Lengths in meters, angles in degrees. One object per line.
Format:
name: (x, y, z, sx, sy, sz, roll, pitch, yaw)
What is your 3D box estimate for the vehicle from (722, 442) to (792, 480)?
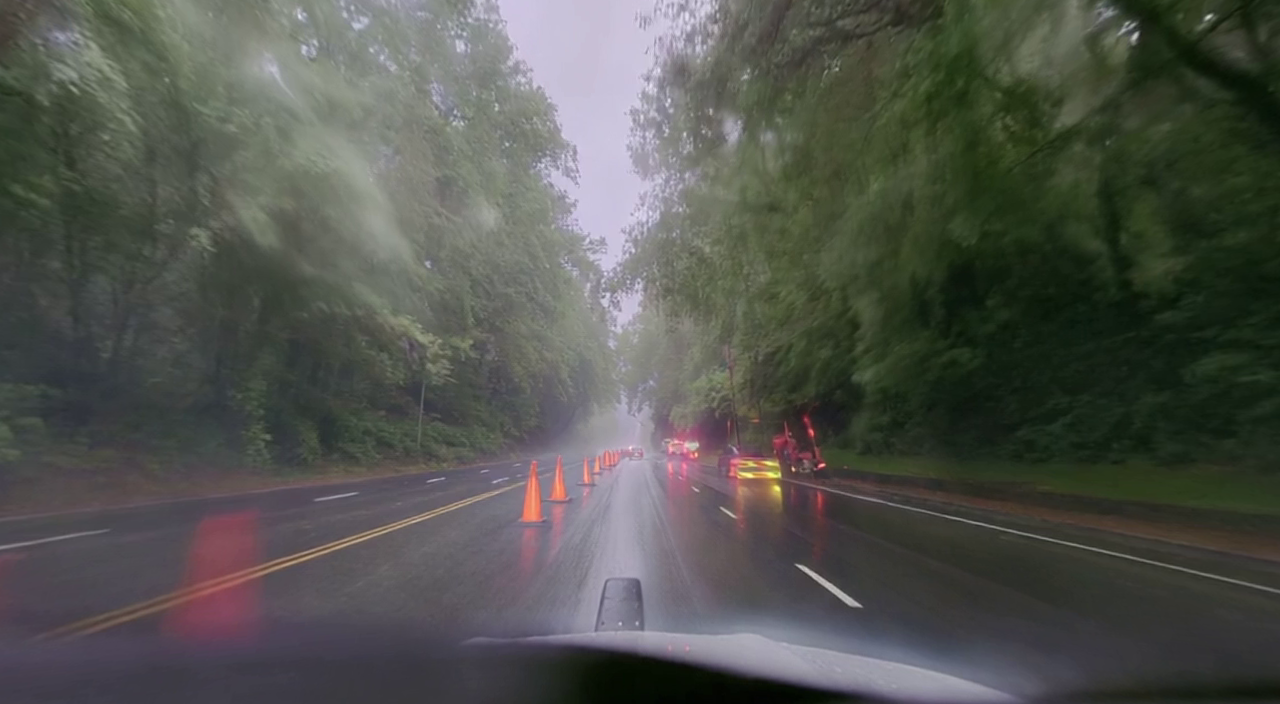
vehicle: (5.564, 5.251, 30.796, 2.324, 1.655, 5.738, 0, -8, 0)
